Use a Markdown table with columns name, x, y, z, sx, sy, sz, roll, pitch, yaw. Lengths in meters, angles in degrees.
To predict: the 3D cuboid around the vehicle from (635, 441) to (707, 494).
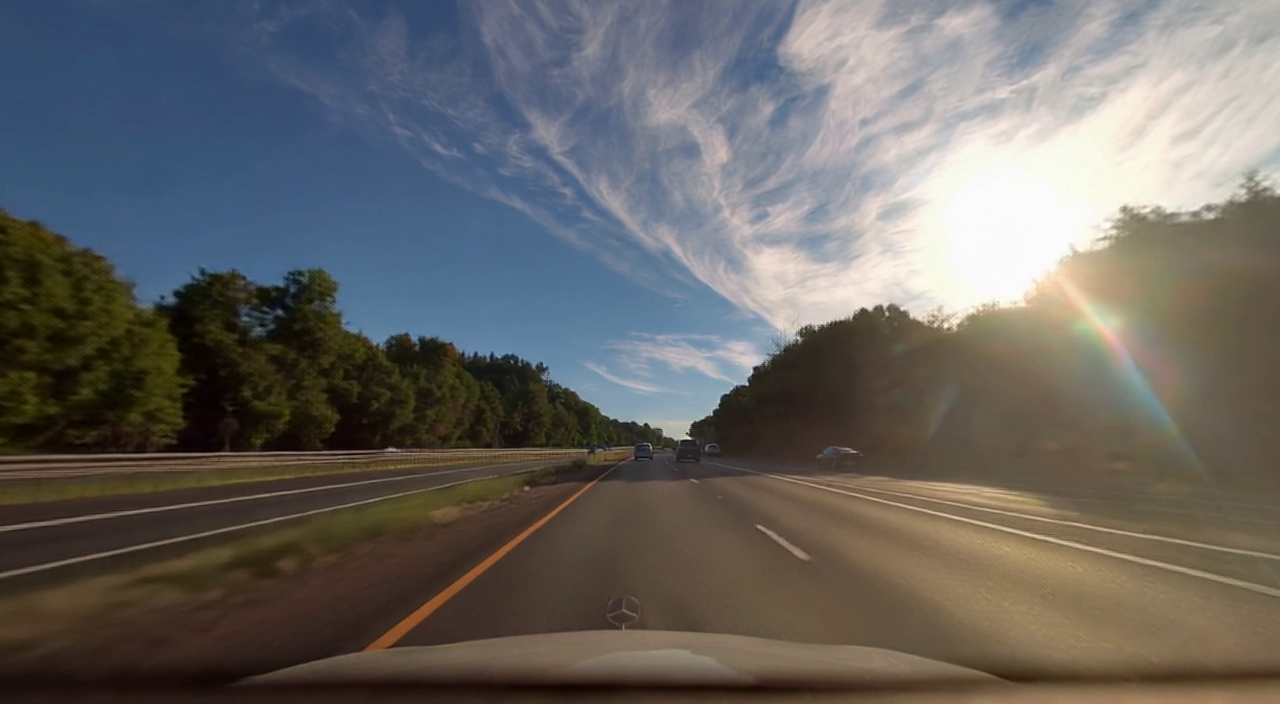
| name | x | y | z | sx | sy | sz | roll | pitch | yaw |
| --- | --- | --- | --- | --- | --- | --- | --- | --- | --- |
| vehicle | 0.863 | 3.618 | 20.011 | 2.053 | 1.483 | 4.185 | 0 | -9 | 0 |

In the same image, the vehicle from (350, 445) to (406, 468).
| name | x | y | z | sx | sy | sz | roll | pitch | yaw |
| --- | --- | --- | --- | --- | --- | --- | --- | --- | --- |
| vehicle | -20.044 | 7.974 | 48.396 | 1.999 | 1.660 | 4.686 | -1 | -9 | 4 |

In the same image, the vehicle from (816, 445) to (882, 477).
| name | x | y | z | sx | sy | sz | roll | pitch | yaw |
| --- | --- | --- | --- | --- | --- | --- | --- | --- | --- |
| vehicle | 10.489 | 5.485 | 31.848 | 1.926 | 1.483 | 3.528 | 0 | -9 | -4 |
